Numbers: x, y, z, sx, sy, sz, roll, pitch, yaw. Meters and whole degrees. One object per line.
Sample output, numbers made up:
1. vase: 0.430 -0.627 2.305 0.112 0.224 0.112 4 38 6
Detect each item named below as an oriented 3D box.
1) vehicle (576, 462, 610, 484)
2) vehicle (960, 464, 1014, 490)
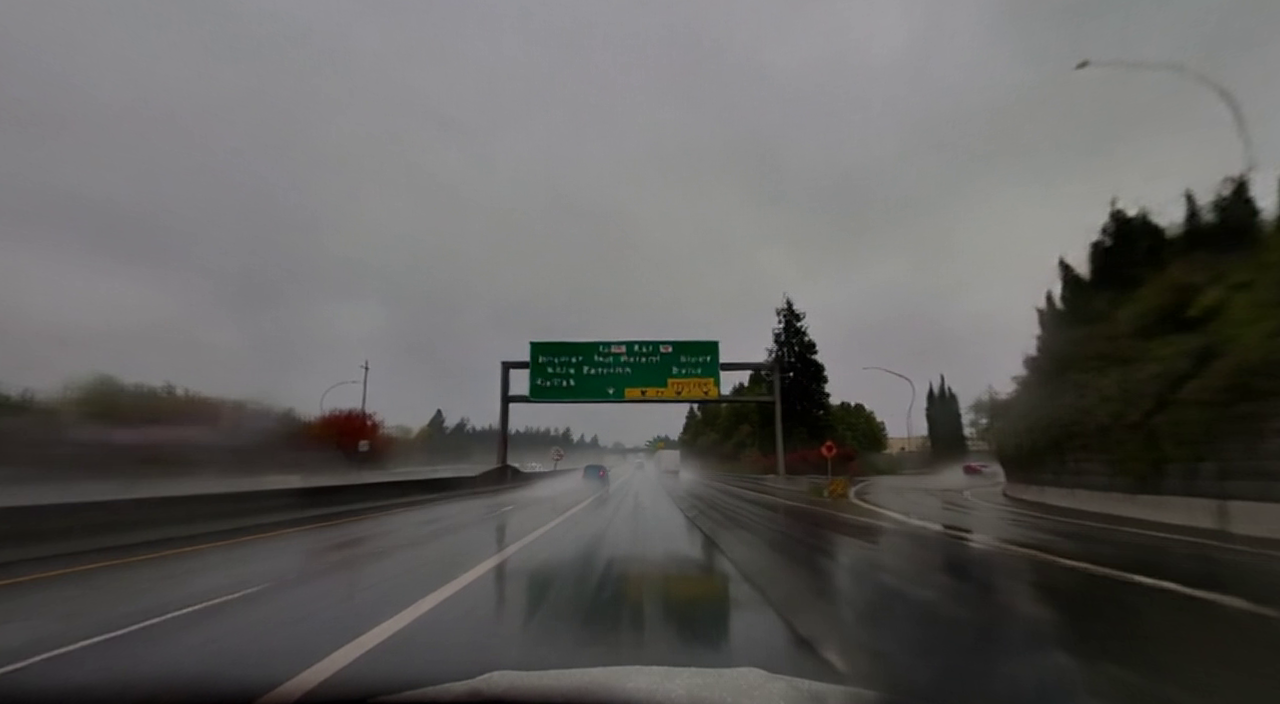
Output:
1. vehicle: -3.348 8.836 45.984 2.045 1.487 4.582 1 -10 1
2. vehicle: 25.972 9.346 47.094 2.164 1.781 5.018 -9 -14 43
